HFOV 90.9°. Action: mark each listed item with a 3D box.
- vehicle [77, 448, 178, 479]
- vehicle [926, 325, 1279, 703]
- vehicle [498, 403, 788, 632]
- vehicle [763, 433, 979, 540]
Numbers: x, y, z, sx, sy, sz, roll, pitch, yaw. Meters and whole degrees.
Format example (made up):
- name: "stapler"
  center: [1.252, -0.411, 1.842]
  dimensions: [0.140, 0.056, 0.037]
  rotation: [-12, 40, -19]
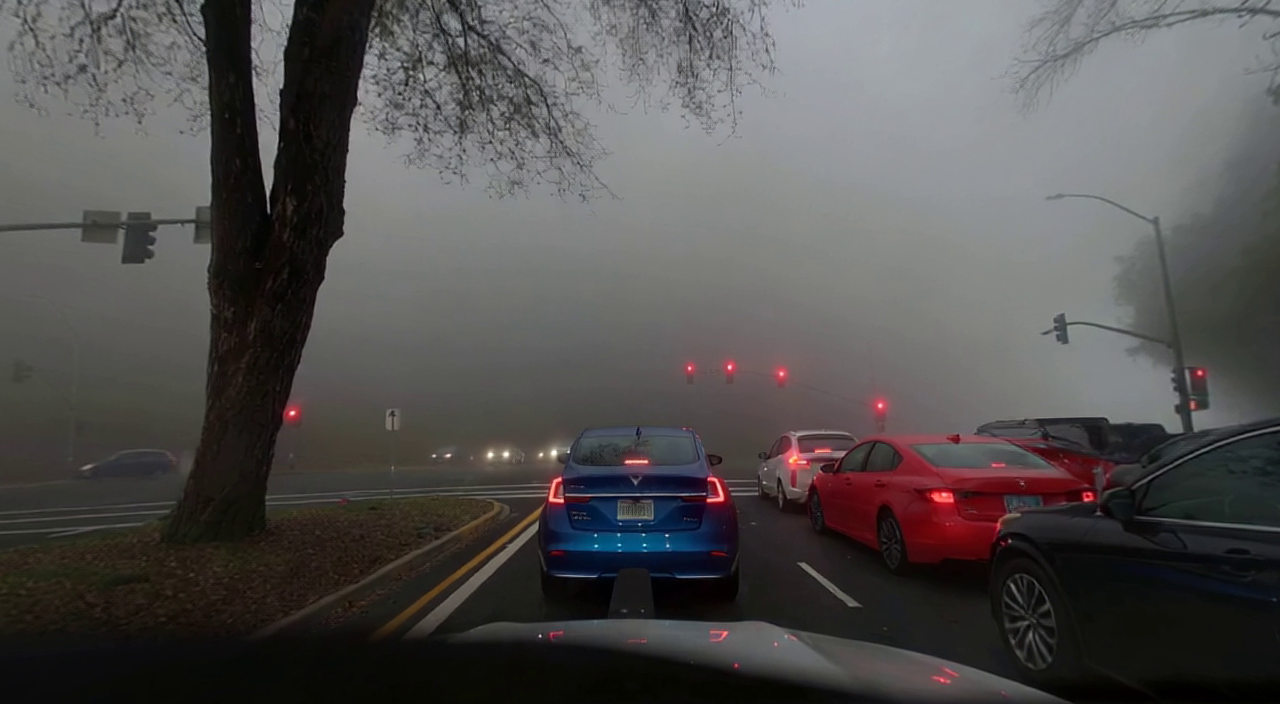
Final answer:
- name: "vehicle"
  center: [-36.510, 7.939, 45.164]
  dimensions: [5.321, 2.089, 2.177]
  rotation: [6, -11, -34]
- name: "vehicle"
  center: [3.751, 0.932, 3.436]
  dimensions: [2.162, 1.829, 4.519]
  rotation: [0, -9, -1]
- name: "vehicle"
  center: [0.003, 1.476, 6.510]
  dimensions: [2.074, 1.631, 3.793]
  rotation: [0, -9, -1]
- name: "vehicle"
  center: [3.725, 2.260, 11.297]
  dimensions: [2.054, 1.482, 4.654]
  rotation: [0, -9, -1]
